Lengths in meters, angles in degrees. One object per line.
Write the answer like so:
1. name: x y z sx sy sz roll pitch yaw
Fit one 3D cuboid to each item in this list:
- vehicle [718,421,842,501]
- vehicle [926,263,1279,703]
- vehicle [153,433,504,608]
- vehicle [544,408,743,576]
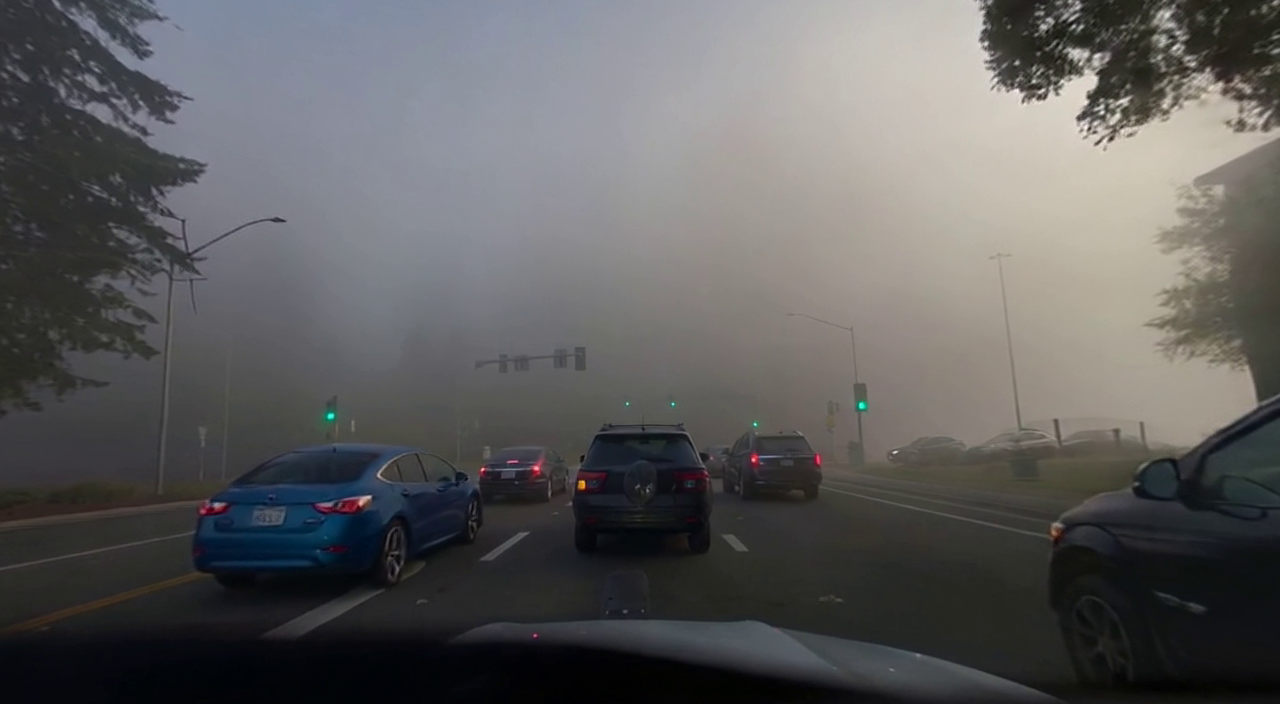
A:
1. vehicle: 3.716 3.032 17.942 2.408 1.908 5.355 0 -8 1
2. vehicle: 3.329 0.585 1.530 2.571 1.857 5.841 0 -8 0
3. vehicle: -3.181 1.798 7.819 1.909 1.476 4.751 0 -8 0
4. vehicle: 0.063 1.781 8.748 2.113 1.768 3.901 0 -8 1
